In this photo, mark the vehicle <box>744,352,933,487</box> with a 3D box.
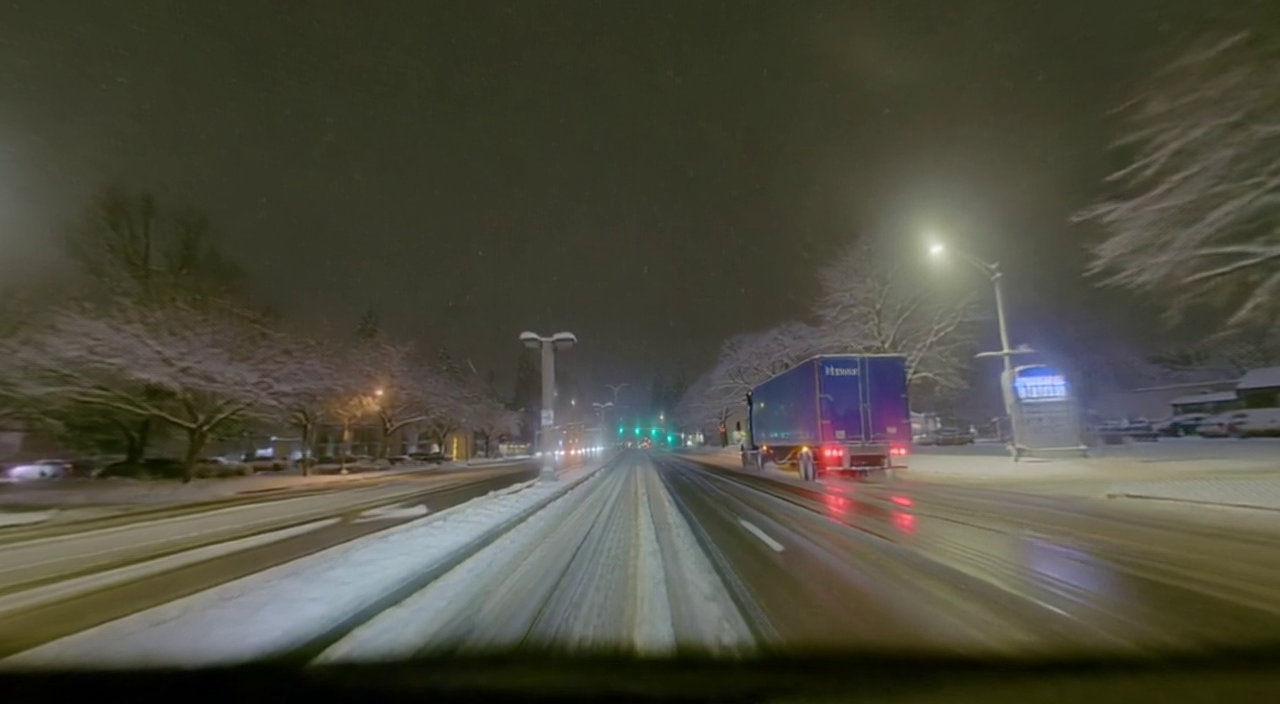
[{"bbox_3d":[6.537,2.727,23.633,3.120,3.794,11.510,0,-8,-1],"label":"vehicle"}]
